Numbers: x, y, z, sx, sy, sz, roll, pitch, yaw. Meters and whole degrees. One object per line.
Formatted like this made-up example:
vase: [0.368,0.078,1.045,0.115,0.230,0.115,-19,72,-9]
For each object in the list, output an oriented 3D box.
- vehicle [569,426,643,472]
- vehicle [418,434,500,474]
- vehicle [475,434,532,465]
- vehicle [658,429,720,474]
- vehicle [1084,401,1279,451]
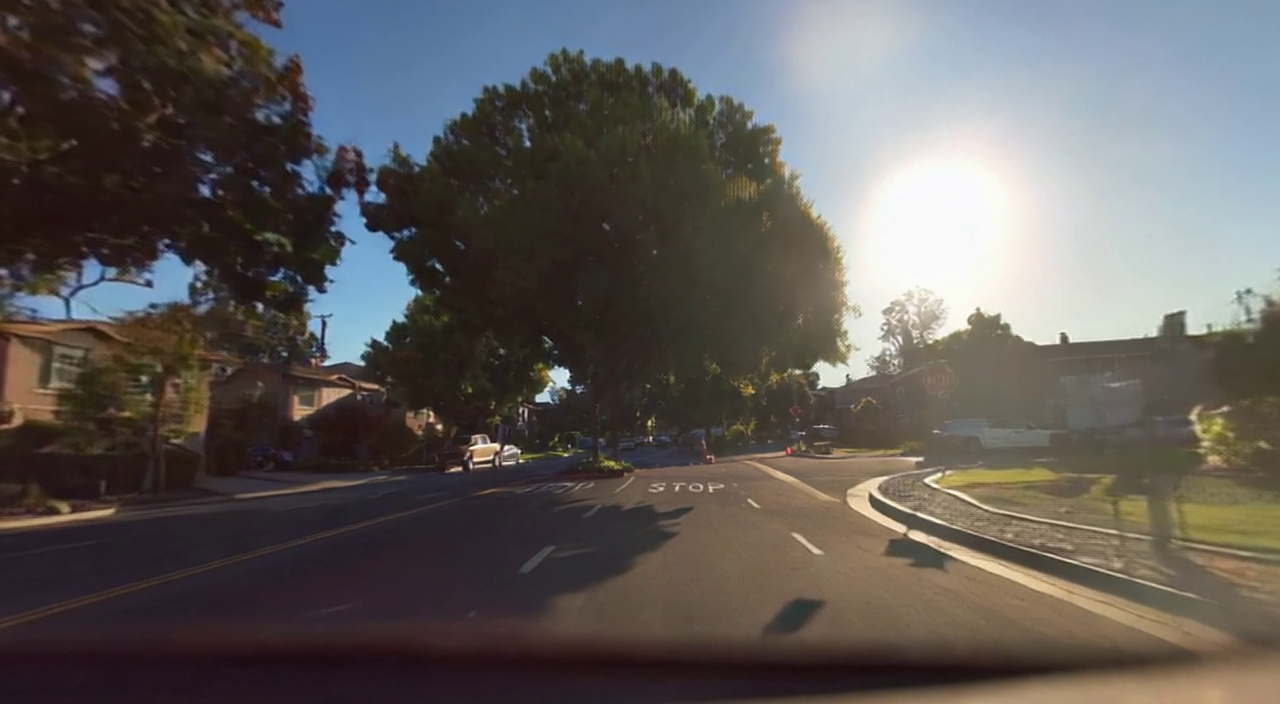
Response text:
vehicle: [-1.280,3.943,25.761,2.178,1.695,4.339,-1,-9,8]
vehicle: [-10.276,5.819,36.242,2.191,1.980,5.888,-5,-9,9]
vehicle: [-9.014,6.521,41.904,2.076,1.864,4.730,-4,-10,9]
vehicle: [1.893,3.627,23.098,1.955,1.459,4.383,-1,-9,8]
vehicle: [19.813,2.810,23.292,4.989,1.564,2.007,-3,-12,13]
